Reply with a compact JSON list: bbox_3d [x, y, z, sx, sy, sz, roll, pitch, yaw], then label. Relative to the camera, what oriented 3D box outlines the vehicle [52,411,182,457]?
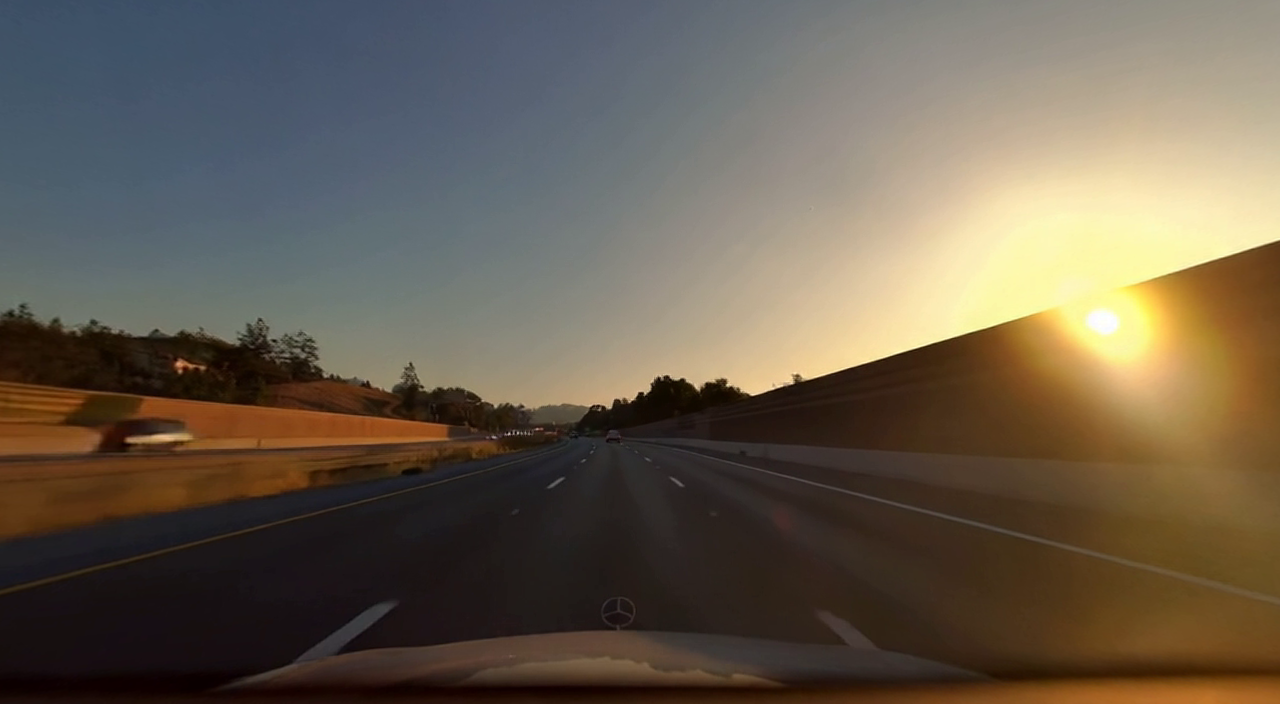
[{"bbox_3d":[-25.850,4.110,31.474,2.111,2.065,5.236,0,-8,-3],"label":"vehicle"}]
